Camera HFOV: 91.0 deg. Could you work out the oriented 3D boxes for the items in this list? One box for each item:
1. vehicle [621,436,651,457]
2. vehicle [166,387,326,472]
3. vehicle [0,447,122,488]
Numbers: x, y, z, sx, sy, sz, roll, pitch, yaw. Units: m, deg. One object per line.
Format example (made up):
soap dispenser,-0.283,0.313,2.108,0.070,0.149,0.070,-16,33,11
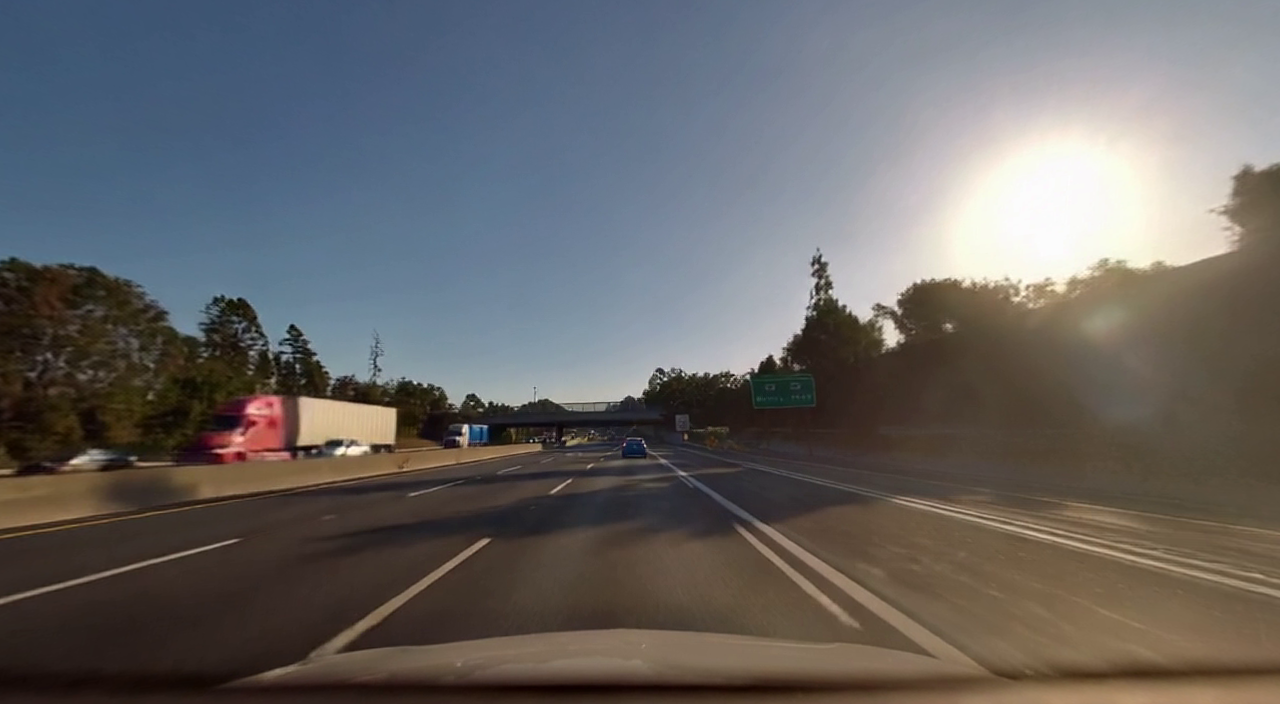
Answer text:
vehicle,-0.319,6.868,45.743,2.028,1.440,3.690,0,-8,-2
vehicle,-18.972,3.898,31.173,2.910,3.648,7.942,0,-8,-2
vehicle,-22.725,4.485,24.710,1.735,1.426,3.633,0,-8,-1
